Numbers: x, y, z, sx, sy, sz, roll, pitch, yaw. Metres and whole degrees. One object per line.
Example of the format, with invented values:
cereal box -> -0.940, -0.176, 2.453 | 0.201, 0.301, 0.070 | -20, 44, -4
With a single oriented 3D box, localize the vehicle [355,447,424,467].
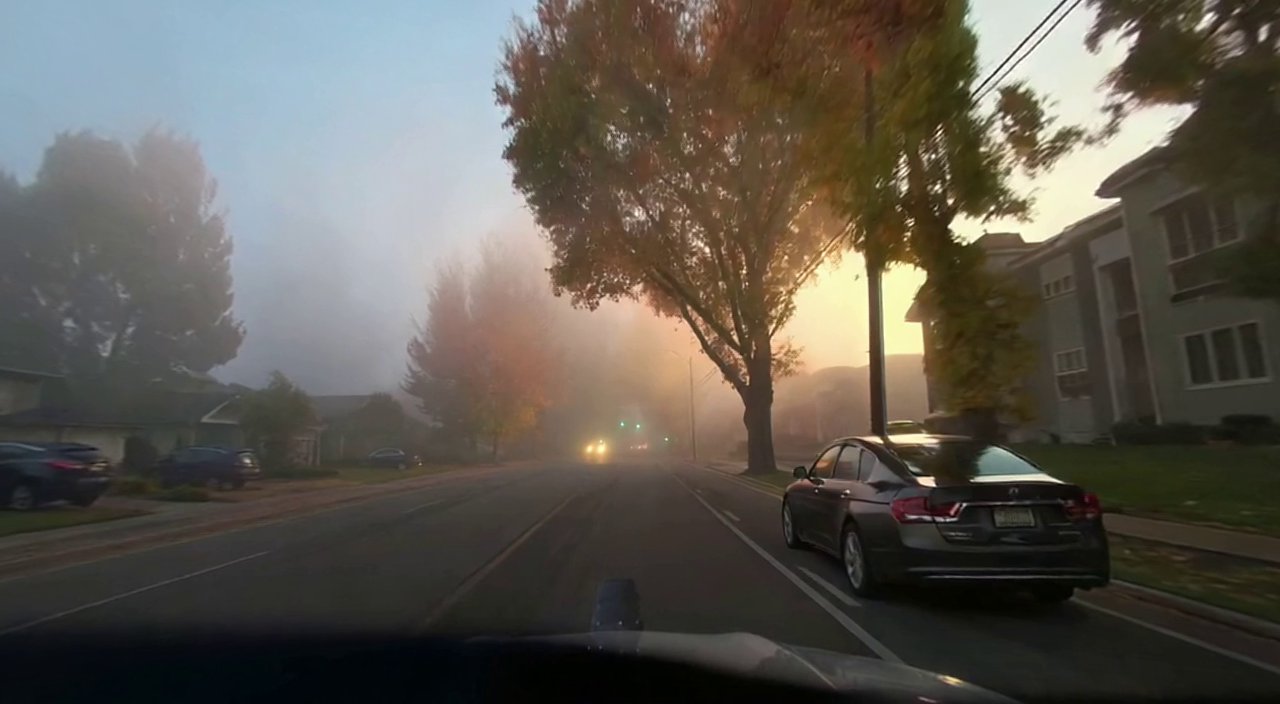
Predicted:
vehicle -> -19.612, 8.236, 49.630 | 4.610, 1.463, 1.841 | 1, -9, -7

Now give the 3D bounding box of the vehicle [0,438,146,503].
vehicle -> -16.795, 3.256, 17.523 | 4.398, 1.686, 1.927 | 1, -9, -6

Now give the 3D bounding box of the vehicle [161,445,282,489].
vehicle -> -15.871, 4.355, 24.295 | 1.881, 1.490, 4.430 | 0, -9, -5

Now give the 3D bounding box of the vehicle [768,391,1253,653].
vehicle -> 3.056, 1.530, 6.847 | 2.224, 1.791, 4.834 | 0, -9, -1
